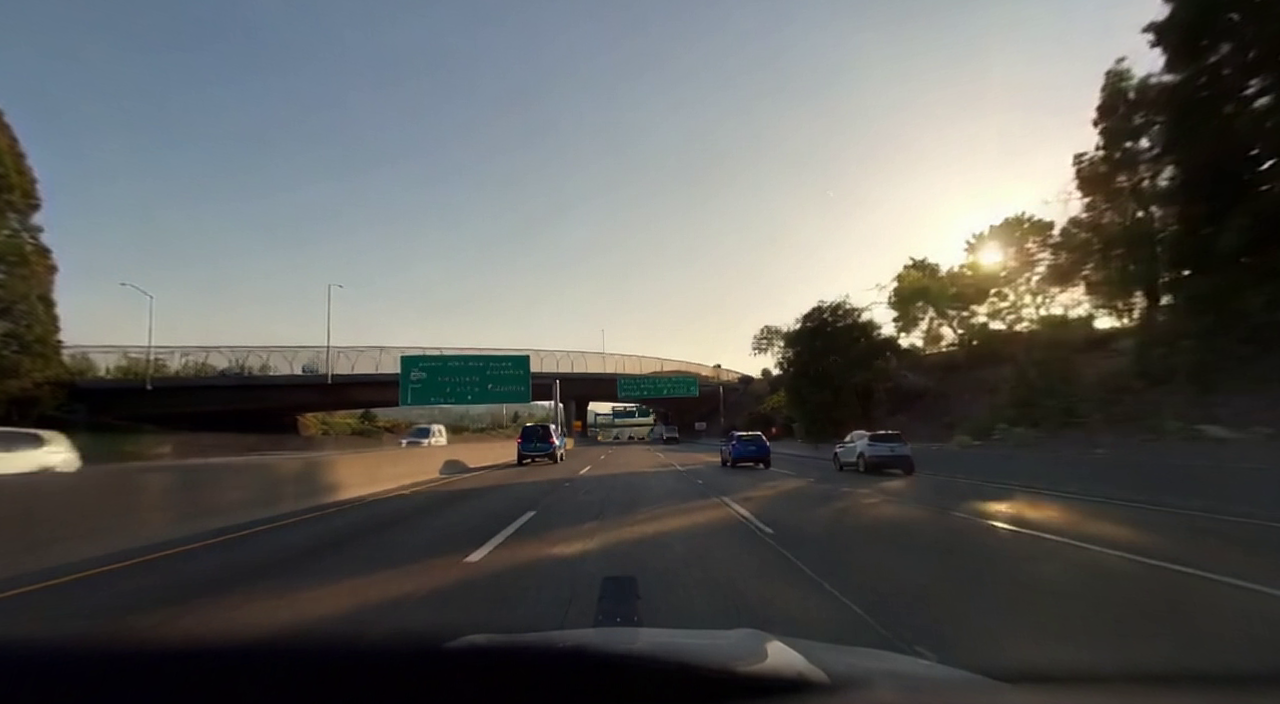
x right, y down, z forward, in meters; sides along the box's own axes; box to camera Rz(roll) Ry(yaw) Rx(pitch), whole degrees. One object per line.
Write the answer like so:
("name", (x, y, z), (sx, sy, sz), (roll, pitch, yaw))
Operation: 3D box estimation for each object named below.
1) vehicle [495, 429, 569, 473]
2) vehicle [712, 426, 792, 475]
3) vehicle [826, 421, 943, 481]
("vehicle", (-3.840, 3.577, 23.090), (2.032, 1.465, 4.316), (0, -8, -1))
("vehicle", (3.896, 3.493, 22.681), (2.011, 1.576, 4.060), (0, -8, -2))
("vehicle", (7.379, 3.012, 19.430), (1.956, 1.634, 3.935), (0, -8, -1))
